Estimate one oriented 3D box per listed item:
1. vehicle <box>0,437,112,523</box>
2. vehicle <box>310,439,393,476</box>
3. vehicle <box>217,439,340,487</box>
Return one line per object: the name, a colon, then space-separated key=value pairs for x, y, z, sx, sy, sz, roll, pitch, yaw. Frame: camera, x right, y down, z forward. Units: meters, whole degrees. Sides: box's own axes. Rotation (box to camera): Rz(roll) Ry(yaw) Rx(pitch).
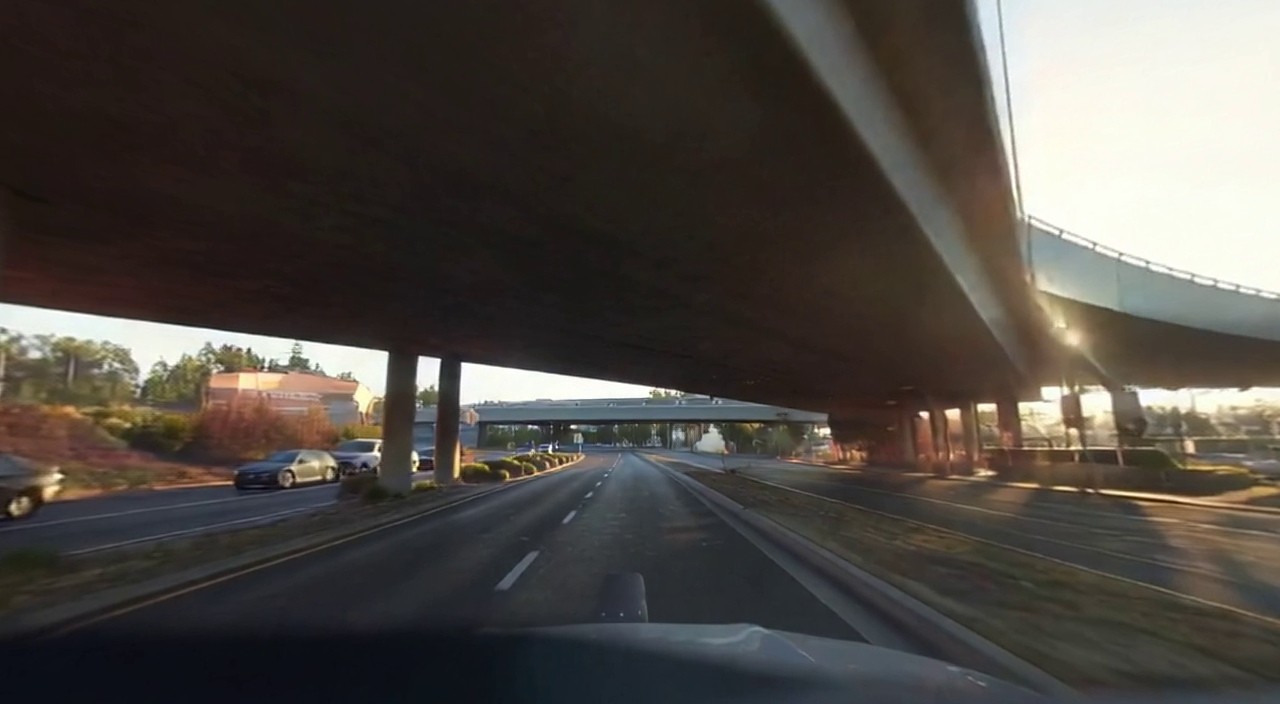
vehicle: x=-12.931 y=2.367 z=11.610 sx=2.074 sy=1.529 sz=5.079 roll=1 pitch=-8 yaw=0
vehicle: x=-13.335 y=4.909 z=29.535 sx=1.961 sy=1.576 sz=4.131 roll=0 pitch=-8 yaw=-1
vehicle: x=-13.044 y=4.006 z=23.196 sx=1.907 sy=1.553 sz=4.683 roll=0 pitch=-8 yaw=-2
